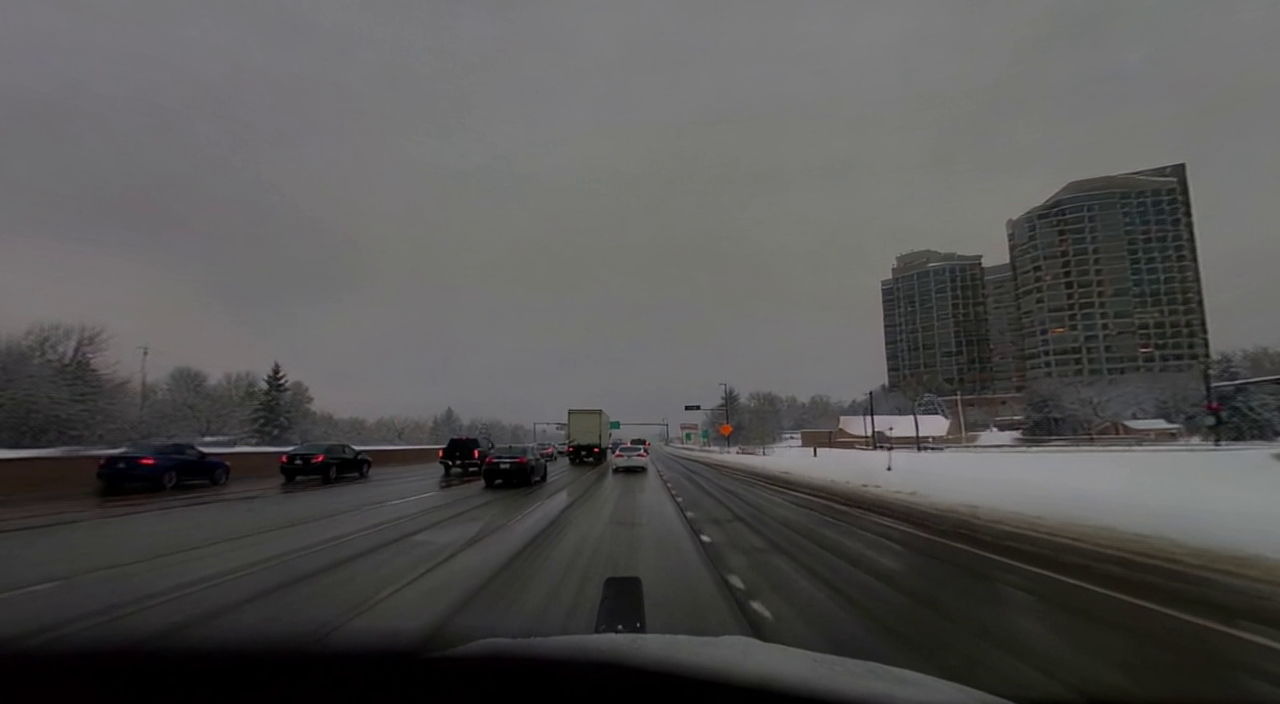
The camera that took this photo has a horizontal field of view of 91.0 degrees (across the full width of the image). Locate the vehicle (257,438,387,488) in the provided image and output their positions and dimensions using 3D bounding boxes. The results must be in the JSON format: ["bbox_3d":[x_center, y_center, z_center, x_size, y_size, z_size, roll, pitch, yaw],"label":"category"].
[{"bbox_3d":[-10.724,3.766,21.737,1.987,1.495,4.710,0,-9,1],"label":"vehicle"}]

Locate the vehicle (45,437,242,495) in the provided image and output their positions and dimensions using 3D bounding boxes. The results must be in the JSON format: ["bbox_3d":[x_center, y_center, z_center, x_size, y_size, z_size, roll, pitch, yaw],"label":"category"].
[{"bbox_3d":[-14.506,3.339,18.876,1.948,1.483,4.814,0,-9,0],"label":"vehicle"}]

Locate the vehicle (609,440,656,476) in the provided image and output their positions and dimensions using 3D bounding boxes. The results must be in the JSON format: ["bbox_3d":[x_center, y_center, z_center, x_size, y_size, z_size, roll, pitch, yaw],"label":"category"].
[{"bbox_3d":[-0.348,4.811,28.803,1.991,1.488,3.922,0,-9,0],"label":"vehicle"}]

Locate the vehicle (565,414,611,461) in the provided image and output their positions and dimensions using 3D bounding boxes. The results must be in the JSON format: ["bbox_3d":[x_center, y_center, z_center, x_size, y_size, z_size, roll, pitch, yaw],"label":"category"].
[{"bbox_3d":[-3.935,6.810,49.693,2.955,3.359,8.322,0,-9,0],"label":"vehicle"}]

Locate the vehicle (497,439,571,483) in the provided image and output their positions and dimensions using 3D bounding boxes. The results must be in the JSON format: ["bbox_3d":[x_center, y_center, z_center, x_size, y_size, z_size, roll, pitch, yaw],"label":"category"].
[{"bbox_3d":[-3.931,4.124,24.146,2.016,1.497,4.235,0,-9,1],"label":"vehicle"}]

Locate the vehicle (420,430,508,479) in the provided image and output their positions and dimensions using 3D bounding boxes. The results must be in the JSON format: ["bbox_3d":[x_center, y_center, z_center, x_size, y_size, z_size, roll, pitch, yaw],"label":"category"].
[{"bbox_3d":[-7.207,4.268,26.354,2.190,1.821,4.800,0,-9,1],"label":"vehicle"}]
